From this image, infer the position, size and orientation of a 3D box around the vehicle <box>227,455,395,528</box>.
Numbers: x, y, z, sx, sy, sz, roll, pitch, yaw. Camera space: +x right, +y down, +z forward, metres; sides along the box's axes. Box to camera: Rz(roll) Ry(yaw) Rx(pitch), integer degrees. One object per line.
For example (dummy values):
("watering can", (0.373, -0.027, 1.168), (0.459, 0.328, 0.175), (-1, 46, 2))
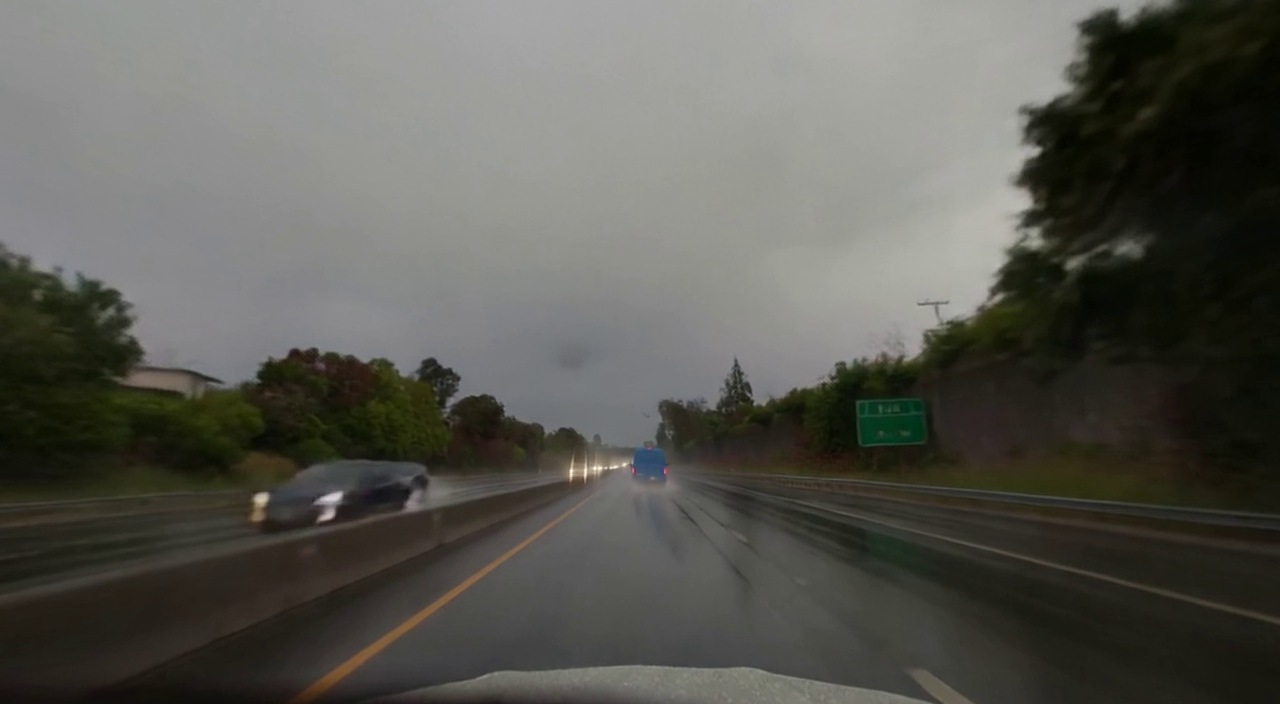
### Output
("vehicle", (-7.981, 3.430, 15.833), (1.980, 1.534, 4.116), (1, -10, 0))

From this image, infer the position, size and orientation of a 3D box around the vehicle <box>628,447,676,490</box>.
("vehicle", (0.592, 6.496, 35.055), (2.429, 2.167, 4.558), (1, -10, -1))
